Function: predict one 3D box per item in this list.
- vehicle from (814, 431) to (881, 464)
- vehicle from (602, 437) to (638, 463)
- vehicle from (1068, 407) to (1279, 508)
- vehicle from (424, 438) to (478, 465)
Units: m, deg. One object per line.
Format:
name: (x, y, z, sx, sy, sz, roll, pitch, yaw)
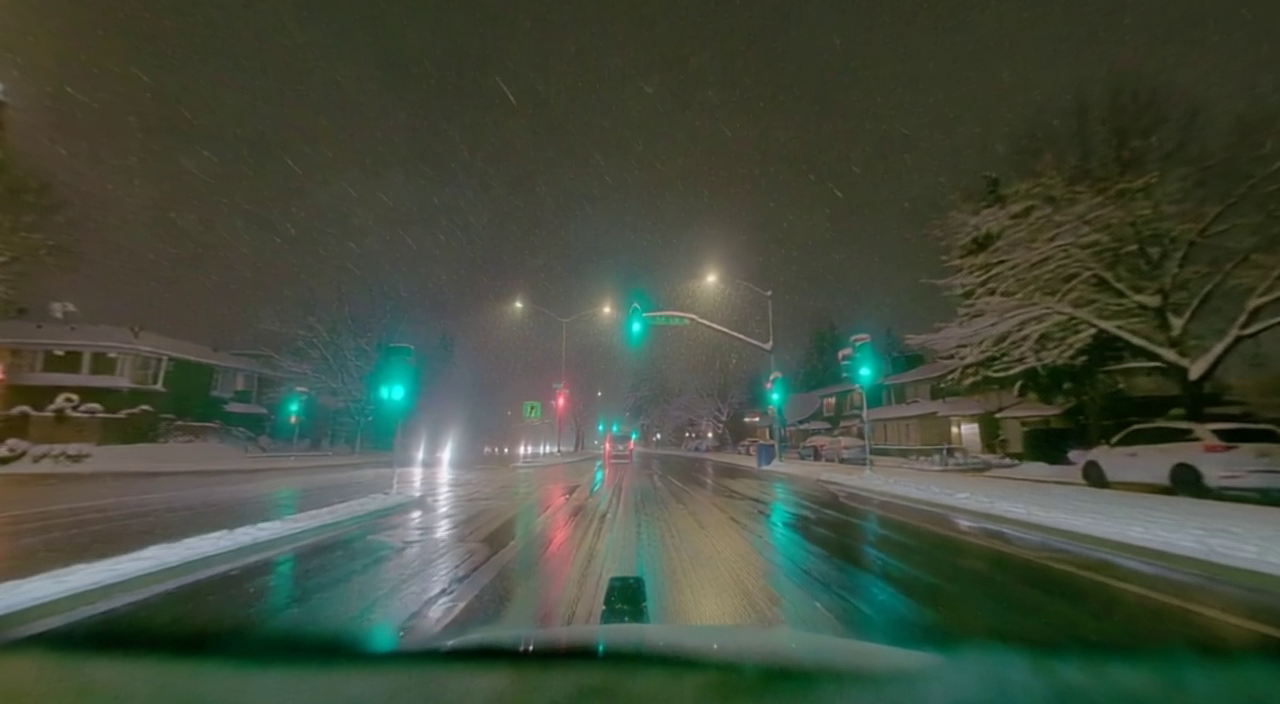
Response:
vehicle: (11.331, 5.263, 34.783, 2.018, 1.665, 4.576, 0, -8, -2)
vehicle: (-1.214, 5.950, 38.524, 2.113, 1.462, 4.203, 0, -8, -2)
vehicle: (11.791, 2.188, 13.451, 2.053, 1.759, 4.494, 0, -8, -1)
vehicle: (-11.318, 5.973, 38.118, 1.995, 1.485, 4.560, 0, -8, -2)
